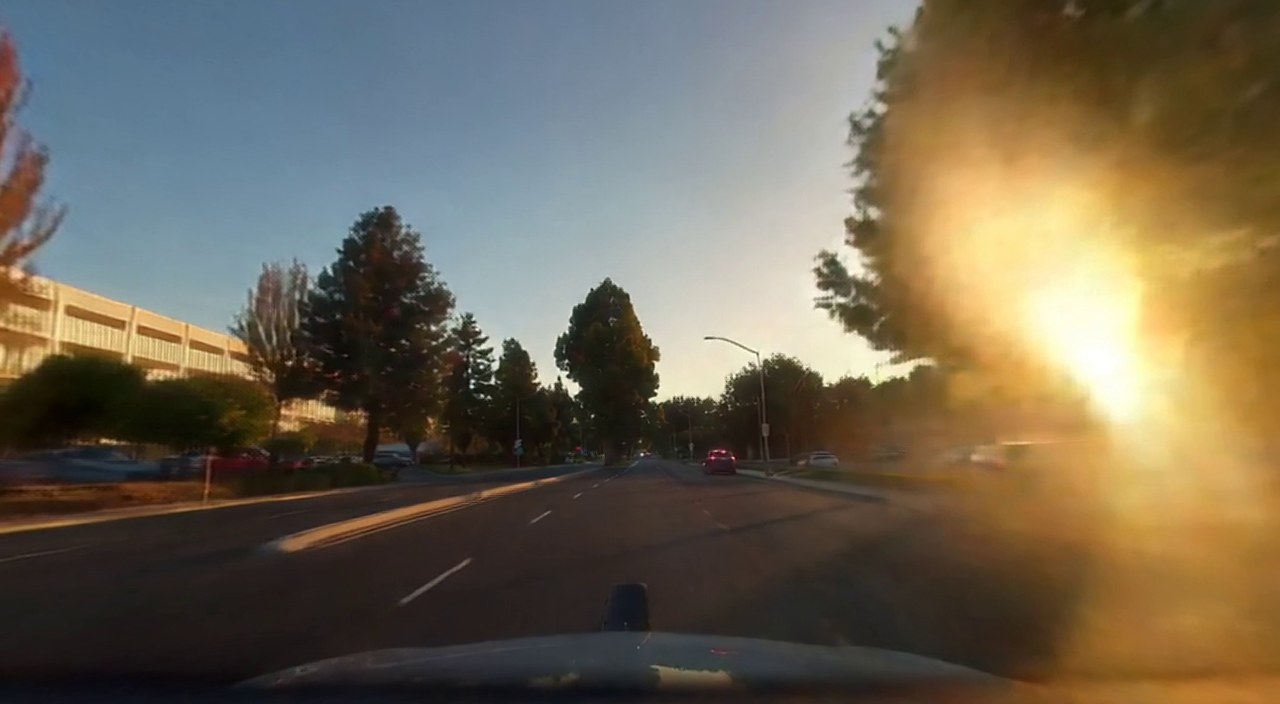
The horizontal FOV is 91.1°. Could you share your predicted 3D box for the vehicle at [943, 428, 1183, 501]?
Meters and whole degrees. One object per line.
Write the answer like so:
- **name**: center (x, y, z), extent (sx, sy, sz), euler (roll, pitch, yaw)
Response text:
- **vehicle**: center (11.269, 3.030, 17.060), extent (4.903, 1.831, 2.098), euler (0, -8, 2)
